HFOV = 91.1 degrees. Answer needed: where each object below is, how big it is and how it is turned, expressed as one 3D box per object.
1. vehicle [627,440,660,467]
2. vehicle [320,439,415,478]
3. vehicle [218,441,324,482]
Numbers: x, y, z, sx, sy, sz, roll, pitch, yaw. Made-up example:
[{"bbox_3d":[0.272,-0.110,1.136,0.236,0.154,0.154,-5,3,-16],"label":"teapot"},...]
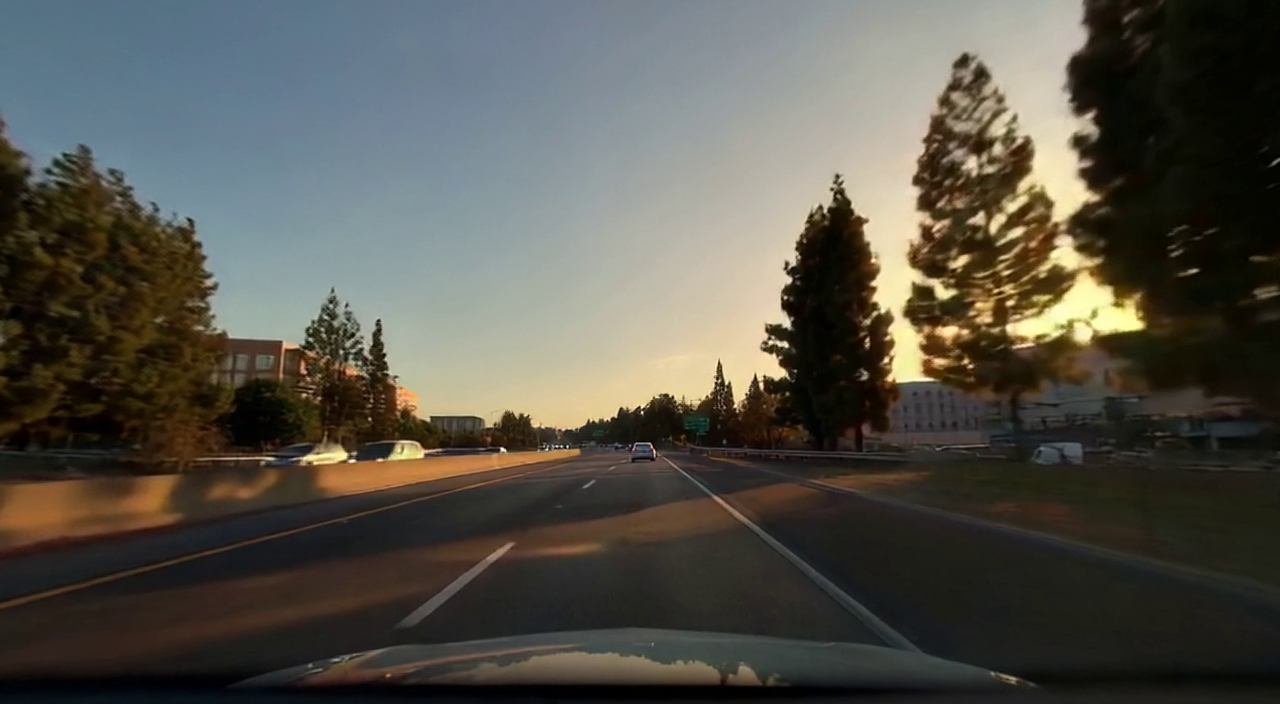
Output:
[{"bbox_3d":[0.201,6.576,40.980,2.029,1.666,4.064,0,-8,-1],"label":"vehicle"},{"bbox_3d":[-13.574,5.317,31.771,2.227,1.784,5.689,0,-8,0],"label":"vehicle"},{"bbox_3d":[-18.046,5.340,31.020,2.208,1.872,4.899,0,-8,1],"label":"vehicle"}]
